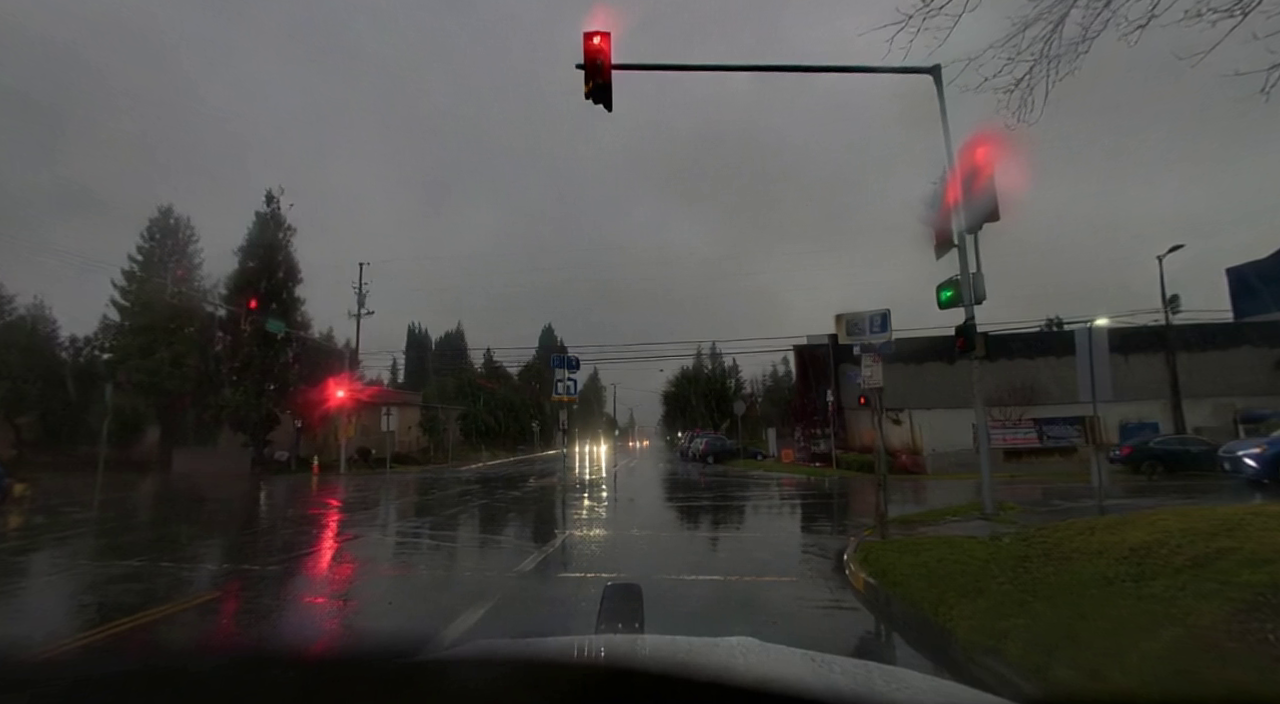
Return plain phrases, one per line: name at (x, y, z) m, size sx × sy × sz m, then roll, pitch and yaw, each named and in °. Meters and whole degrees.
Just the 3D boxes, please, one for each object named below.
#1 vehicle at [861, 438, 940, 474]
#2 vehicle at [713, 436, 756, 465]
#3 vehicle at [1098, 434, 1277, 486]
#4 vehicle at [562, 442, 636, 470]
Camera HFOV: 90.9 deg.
vehicle at (12.399, 5.041, 30.273) m, size 1.922 × 1.529 × 3.964 m, roll 1°, pitch -11°, yaw -2°
vehicle at (6.901, 7.185, 46.179) m, size 1.491 × 2.041 × 2.964 m, roll 6°, pitch -9°, yaw -33°
vehicle at (16.804, 3.317, 19.502) m, size 3.876 × 1.512 × 1.784 m, roll 0°, pitch -8°, yaw -2°
vehicle at (-2.440, 6.152, 37.555) m, size 3.991 × 1.526 × 1.868 m, roll -4°, pitch -9°, yaw 30°
